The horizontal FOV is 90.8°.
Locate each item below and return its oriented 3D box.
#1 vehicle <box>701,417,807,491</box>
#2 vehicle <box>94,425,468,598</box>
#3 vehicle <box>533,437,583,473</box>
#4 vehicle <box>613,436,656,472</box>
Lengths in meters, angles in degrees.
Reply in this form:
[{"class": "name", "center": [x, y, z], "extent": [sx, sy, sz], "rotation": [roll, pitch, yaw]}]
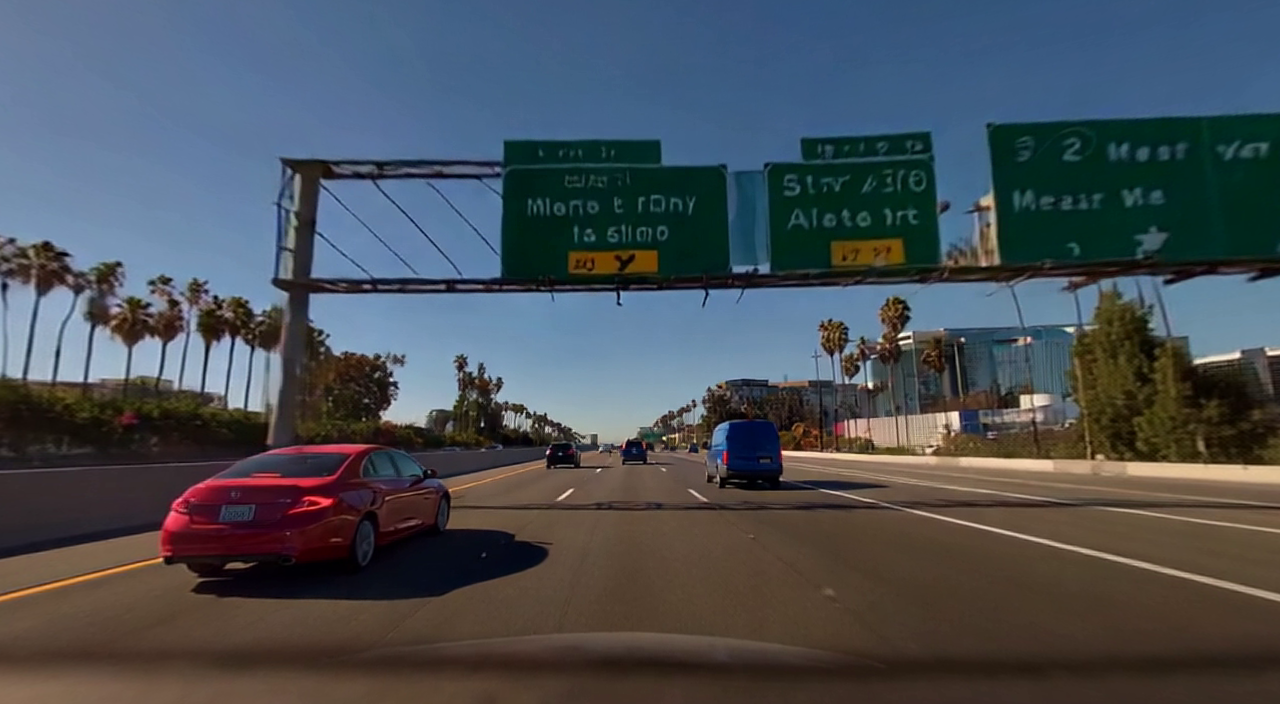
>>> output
[{"class": "vehicle", "center": [3.502, 3.325, 20.766], "extent": [2.250, 2.074, 5.723], "rotation": [0, -9, -2]}, {"class": "vehicle", "center": [-3.698, 1.712, 7.690], "extent": [1.991, 1.469, 4.381], "rotation": [0, -9, -1]}, {"class": "vehicle", "center": [-4.335, 5.537, 34.185], "extent": [2.109, 1.793, 4.613], "rotation": [0, -9, 0]}, {"class": "vehicle", "center": [-0.304, 5.499, 34.073], "extent": [2.212, 1.786, 4.198], "rotation": [0, -9, -1]}]
